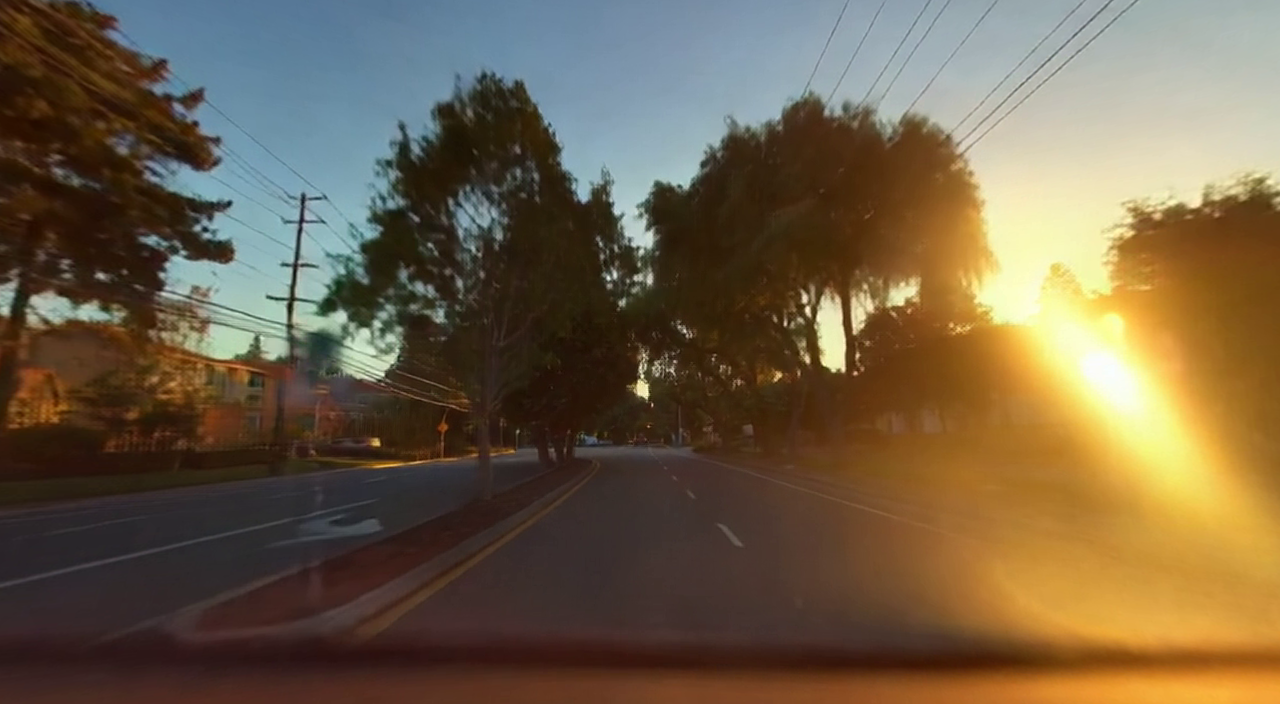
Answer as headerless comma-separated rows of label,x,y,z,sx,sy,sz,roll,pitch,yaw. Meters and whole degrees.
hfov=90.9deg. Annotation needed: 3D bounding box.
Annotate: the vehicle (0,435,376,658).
vehicle,-5.124,1.757,7.268,1.948,1.471,5.408,2,-7,-2
